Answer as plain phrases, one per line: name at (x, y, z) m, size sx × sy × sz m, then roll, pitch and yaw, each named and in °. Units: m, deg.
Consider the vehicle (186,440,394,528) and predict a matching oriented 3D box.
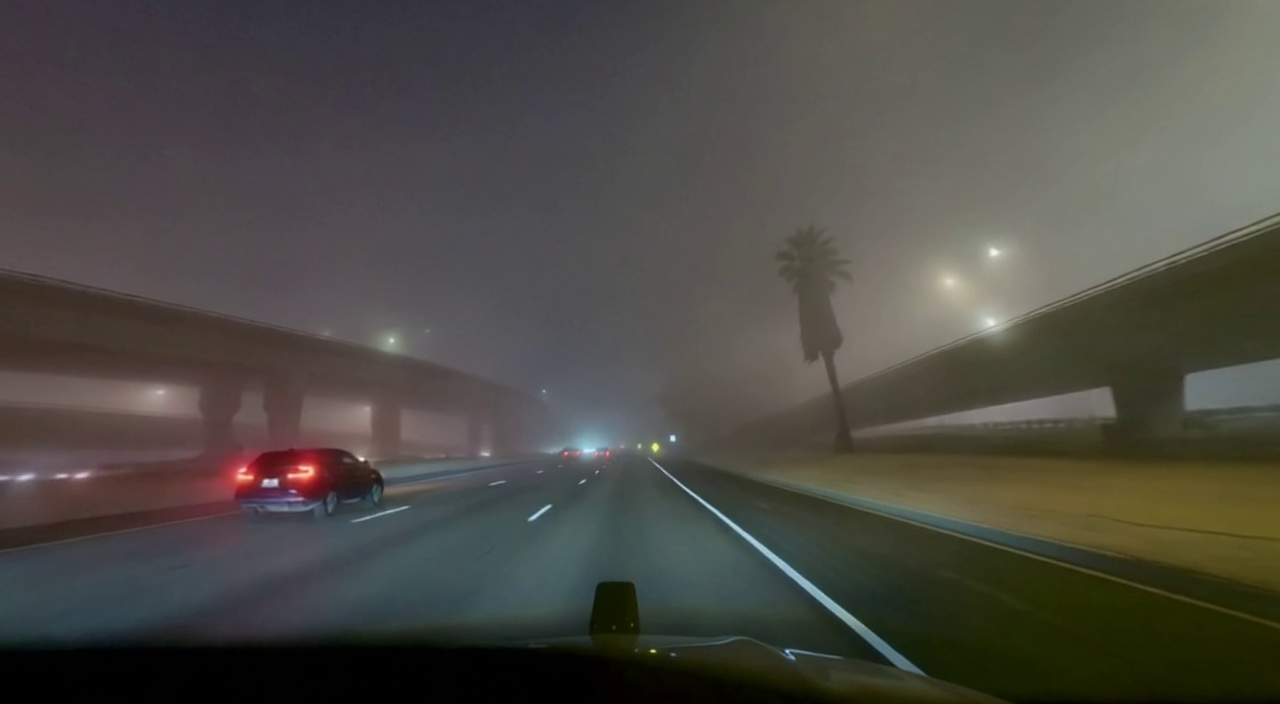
vehicle at (-6.985, 2.640, 13.262) m, size 1.914 × 1.503 × 4.268 m, roll 0°, pitch -8°, yaw 0°
